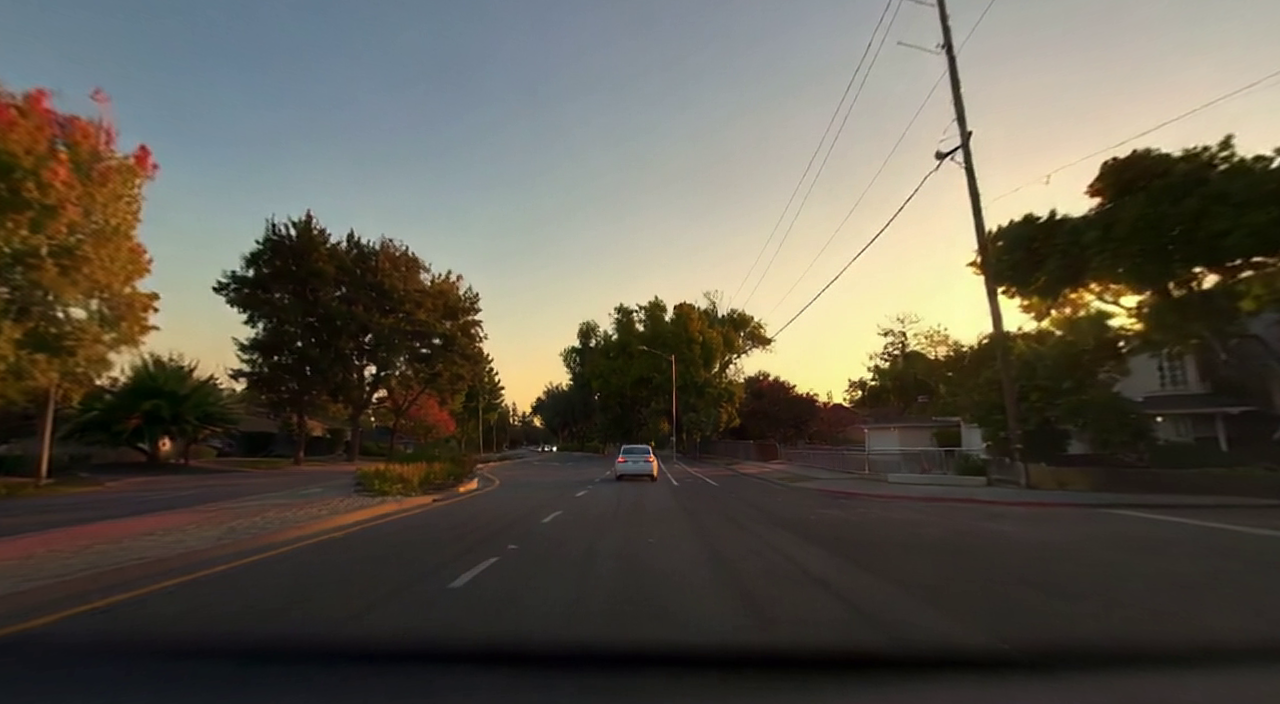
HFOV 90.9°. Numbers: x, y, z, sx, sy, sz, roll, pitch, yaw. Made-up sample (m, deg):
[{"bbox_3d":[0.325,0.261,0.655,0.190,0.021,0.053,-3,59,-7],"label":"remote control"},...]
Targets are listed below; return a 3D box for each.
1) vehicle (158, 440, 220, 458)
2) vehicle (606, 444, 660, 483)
[{"bbox_3d":[-35.026,7.557,48.959,3.471,1.391,1.625,0,-9,-2],"label":"vehicle"},{"bbox_3d":[-0.237,4.469,25.632,2.009,1.456,4.003,0,-8,0],"label":"vehicle"}]
